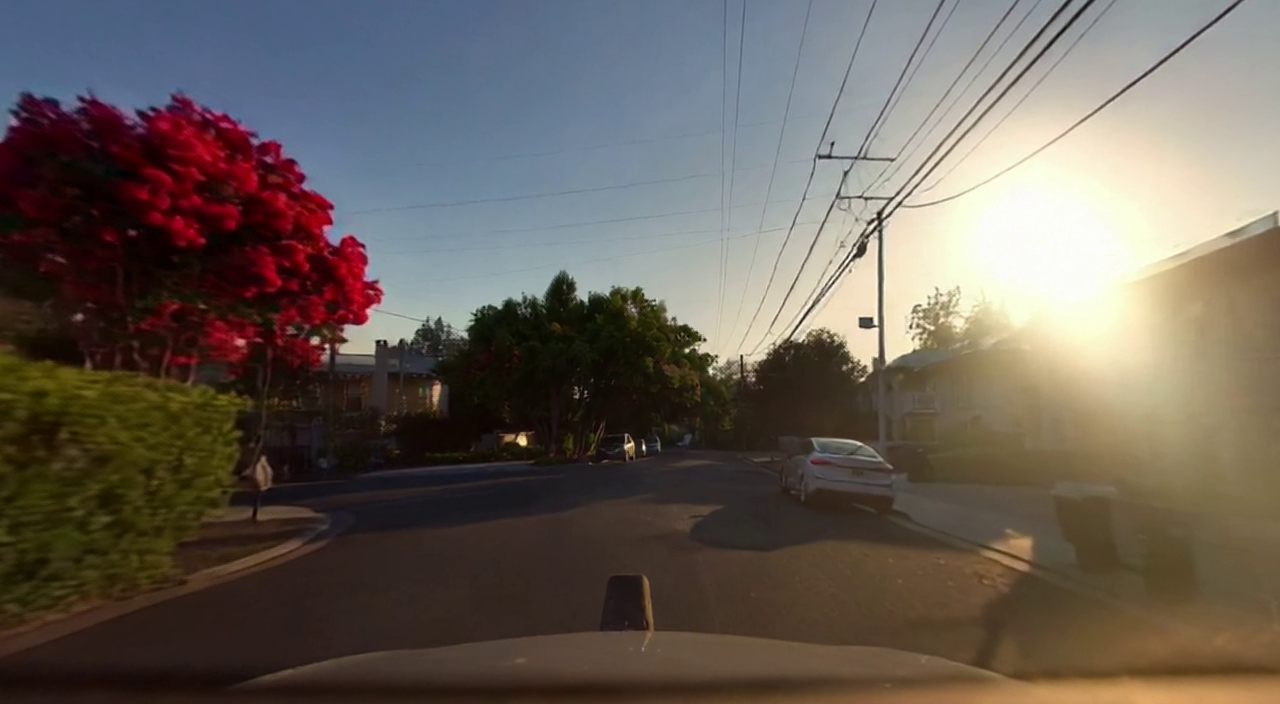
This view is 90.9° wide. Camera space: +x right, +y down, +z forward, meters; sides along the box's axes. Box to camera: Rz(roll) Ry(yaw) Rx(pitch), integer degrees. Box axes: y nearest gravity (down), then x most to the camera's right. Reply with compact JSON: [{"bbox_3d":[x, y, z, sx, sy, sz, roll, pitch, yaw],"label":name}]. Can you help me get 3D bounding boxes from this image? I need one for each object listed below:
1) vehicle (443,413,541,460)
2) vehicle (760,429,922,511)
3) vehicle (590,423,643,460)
[{"bbox_3d":[-9.310,5.385,40.068,5.828,2.818,2.231,2,-8,-12],"label":"vehicle"},{"bbox_3d":[4.099,2.492,13.924,2.151,1.468,5.066,0,-8,3],"label":"vehicle"},{"bbox_3d":[-1.235,5.229,36.782,2.463,1.951,5.794,-1,-8,4],"label":"vehicle"}]
